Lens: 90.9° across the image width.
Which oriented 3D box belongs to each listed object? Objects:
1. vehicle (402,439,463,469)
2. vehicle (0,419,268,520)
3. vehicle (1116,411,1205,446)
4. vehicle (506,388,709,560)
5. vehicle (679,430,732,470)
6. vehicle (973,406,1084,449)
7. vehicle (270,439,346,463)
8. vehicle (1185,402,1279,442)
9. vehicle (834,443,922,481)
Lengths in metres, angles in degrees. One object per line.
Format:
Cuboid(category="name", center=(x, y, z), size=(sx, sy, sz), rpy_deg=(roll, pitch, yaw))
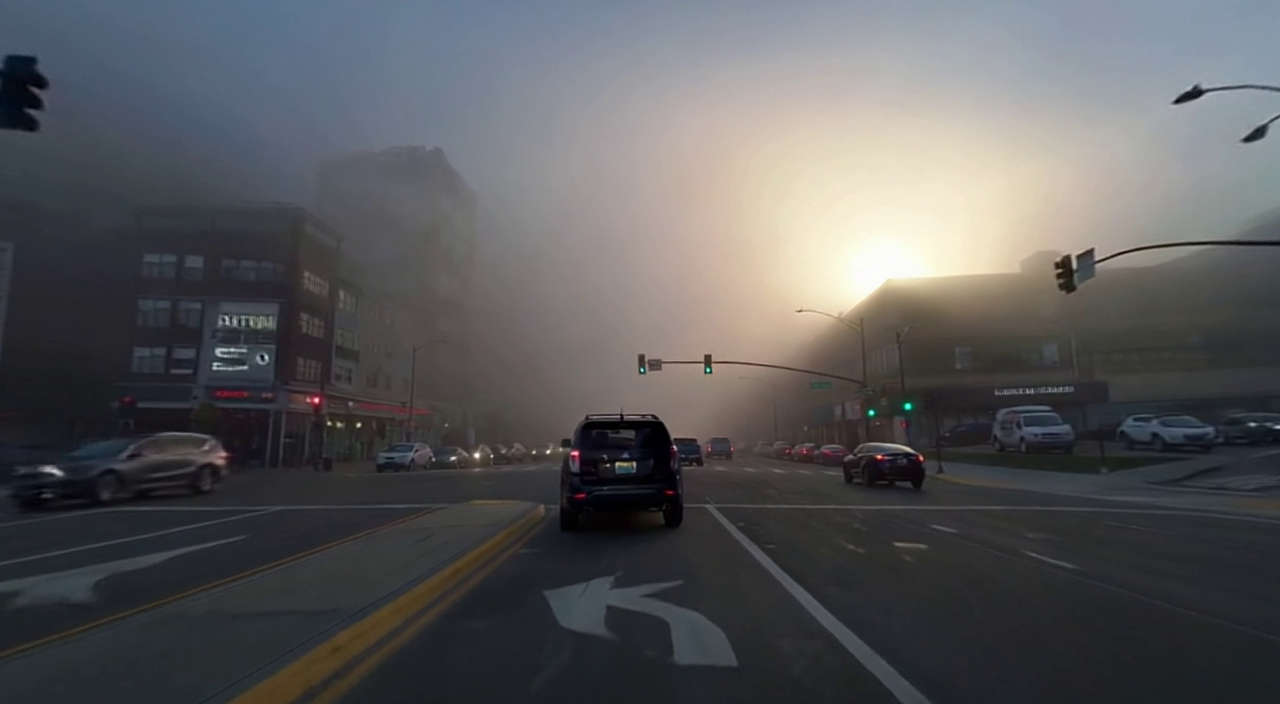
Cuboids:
Cuboid(category="vehicle", center=(-12.643, 6.265, 38.826), size=(1.993, 1.708, 5.219), rpy_deg=(0, -8, 0))
Cuboid(category="vehicle", center=(-11.683, 2.586, 14.438), size=(2.291, 1.856, 4.827), rpy_deg=(-5, -10, 28))
Cuboid(category="vehicle", center=(24.426, 3.567, 29.730), size=(1.422, 1.496, 3.318), rpy_deg=(1, -6, 1))
Cuboid(category="vehicle", center=(-0.413, 1.752, 9.674), size=(2.242, 1.812, 4.993), rpy_deg=(-3, -9, -1))
Cuboid(category="vehicle", center=(3.330, 5.130, 33.085), size=(2.115, 1.932, 5.189), rpy_deg=(0, -8, -1))
Cuboid(category="vehicle", center=(18.558, 3.718, 30.521), size=(2.123, 1.884, 5.170), rpy_deg=(0, -8, 1))
Cuboid(category="vehicle", center=(-23.064, 6.858, 43.874), size=(4.286, 1.210, 1.877), rpy_deg=(3, -3, 4))
Cuboid(category="vehicle", center=(29.309, 3.360, 30.451), size=(1.913, 1.651, 4.727), rpy_deg=(3, -3, 1))
Cuboid(category="vehicle", center=(9.814, 4.542, 26.399), size=(1.863, 1.426, 4.494), rpy_deg=(0, -8, -1))
